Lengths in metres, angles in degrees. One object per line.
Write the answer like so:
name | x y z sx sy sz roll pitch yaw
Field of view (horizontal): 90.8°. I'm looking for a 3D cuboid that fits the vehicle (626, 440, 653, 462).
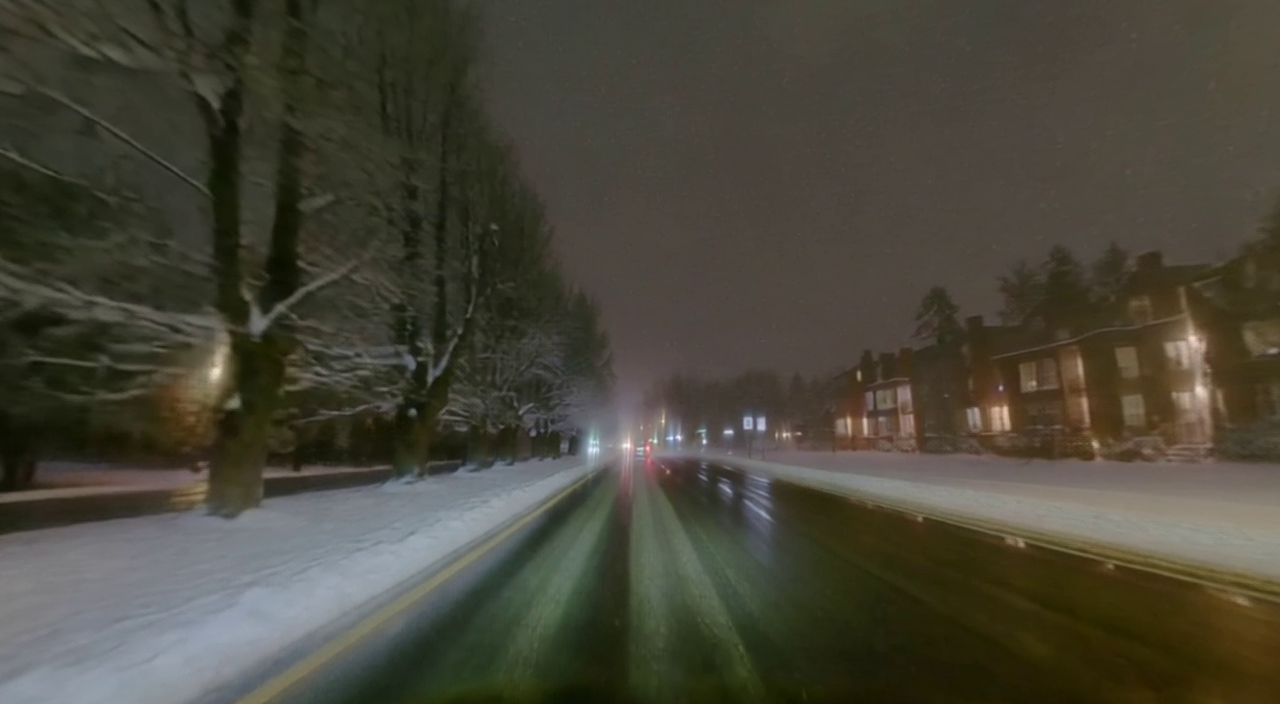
vehicle | -0.019 7.722 49.334 2.016 1.665 3.932 0 -8 -1
